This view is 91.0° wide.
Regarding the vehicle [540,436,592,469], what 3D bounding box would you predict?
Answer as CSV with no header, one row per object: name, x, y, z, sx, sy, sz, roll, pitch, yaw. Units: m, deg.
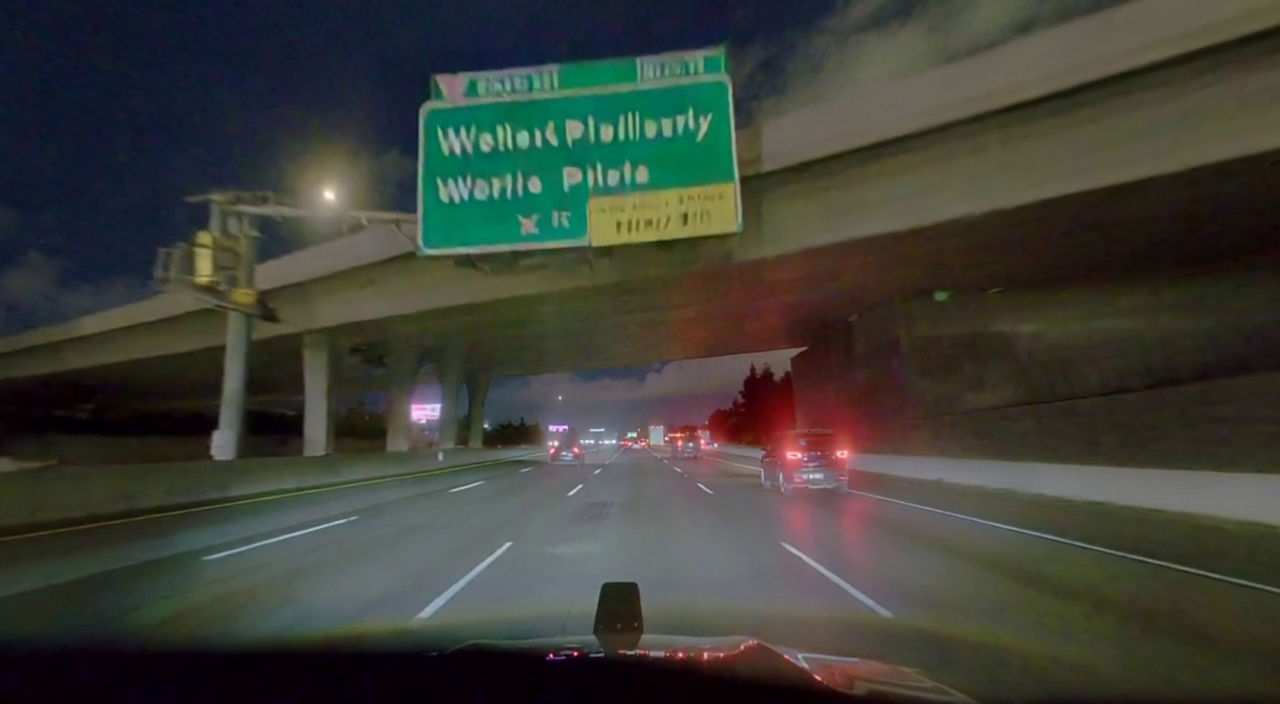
vehicle,-3.571,4.949,31.275,2.066,1.500,4.415,0,-8,0
